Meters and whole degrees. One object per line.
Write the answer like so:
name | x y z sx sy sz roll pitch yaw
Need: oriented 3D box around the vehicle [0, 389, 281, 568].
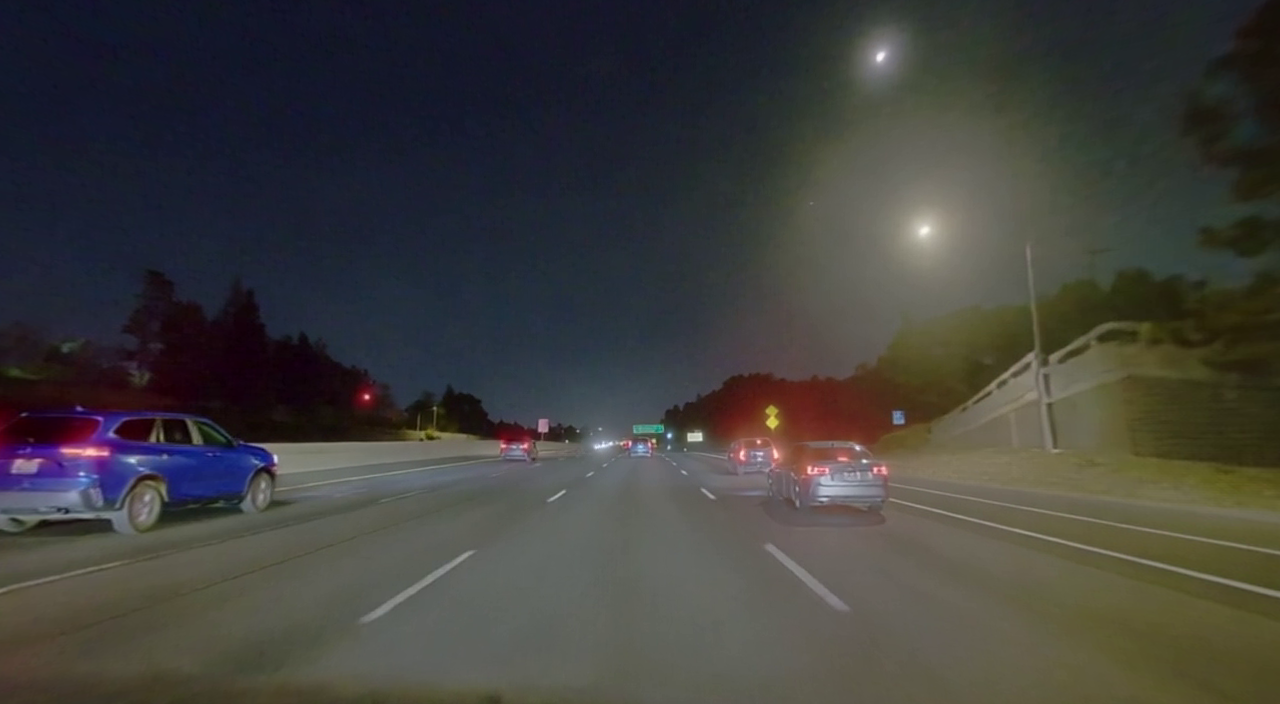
vehicle | -7.475 1.655 8.854 2.142 1.849 4.566 0 -9 -1

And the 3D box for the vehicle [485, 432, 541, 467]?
vehicle | -6.964 5.409 35.046 2.111 1.811 4.391 0 -9 1

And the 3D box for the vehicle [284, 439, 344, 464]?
vehicle | -20.669 6.338 40.037 1.817 1.490 3.694 0 -9 0

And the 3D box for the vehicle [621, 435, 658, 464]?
vehicle | -0.047 6.080 39.350 2.158 1.706 4.219 0 -9 -1

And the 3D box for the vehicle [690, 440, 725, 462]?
vehicle | 4.646 6.916 44.048 1.944 1.465 4.245 0 -9 0

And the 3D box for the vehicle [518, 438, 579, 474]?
vehicle | -3.994 4.619 28.174 2.071 1.478 4.130 0 -9 1

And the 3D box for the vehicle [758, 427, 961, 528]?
vehicle | 3.730 2.239 11.770 2.141 1.507 4.510 0 -9 0

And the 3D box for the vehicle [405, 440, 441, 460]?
vehicle | -17.120 7.742 49.851 1.635 1.463 3.655 0 -8 -2
